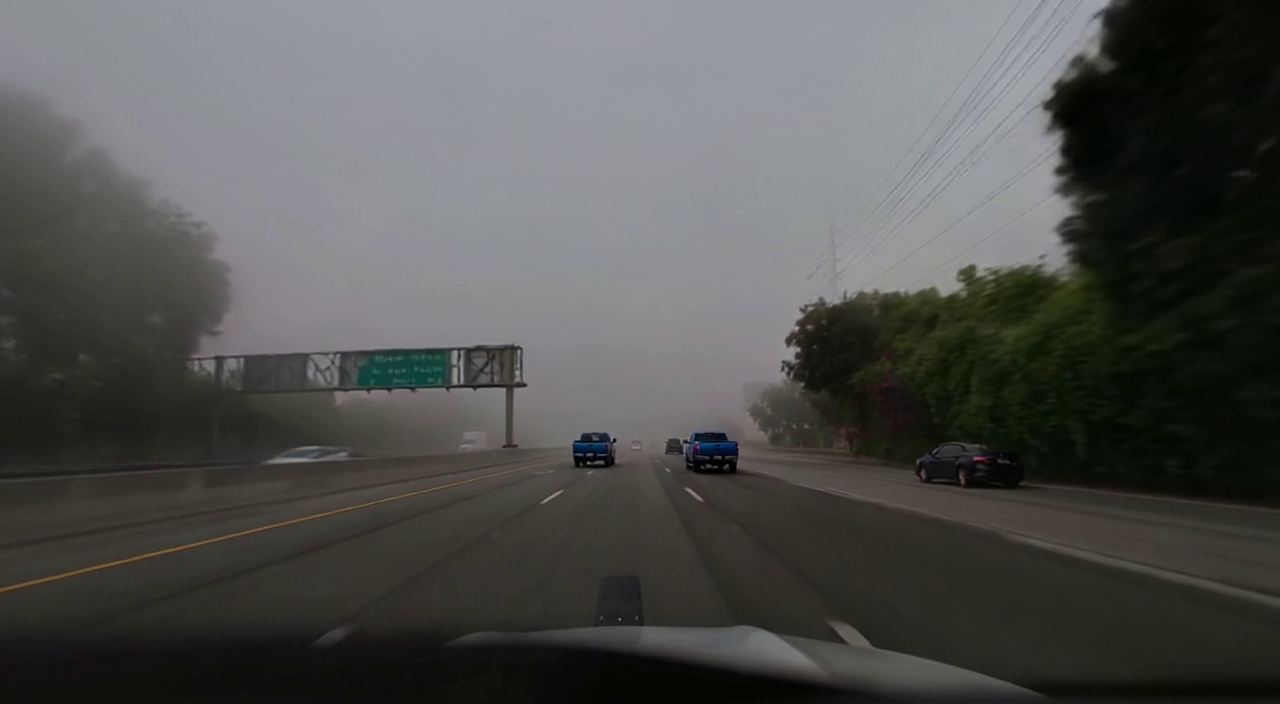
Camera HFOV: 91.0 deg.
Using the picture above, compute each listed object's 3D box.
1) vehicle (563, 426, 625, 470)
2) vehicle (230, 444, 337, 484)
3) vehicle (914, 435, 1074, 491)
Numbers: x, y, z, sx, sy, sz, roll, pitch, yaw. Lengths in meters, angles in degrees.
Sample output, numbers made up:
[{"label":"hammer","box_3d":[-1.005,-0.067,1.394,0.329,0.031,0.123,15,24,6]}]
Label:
[{"label":"vehicle","box_3d":[-2.228,4.941,32.443,2.508,2.023,6.176,0,-8,2]},{"label":"vehicle","box_3d":[-14.518,4.566,25.964,1.838,1.501,4.332,0,-8,0]},{"label":"vehicle","box_3d":[10.397,3.294,19.018,2.076,1.470,4.644,0,-8,-1]}]
